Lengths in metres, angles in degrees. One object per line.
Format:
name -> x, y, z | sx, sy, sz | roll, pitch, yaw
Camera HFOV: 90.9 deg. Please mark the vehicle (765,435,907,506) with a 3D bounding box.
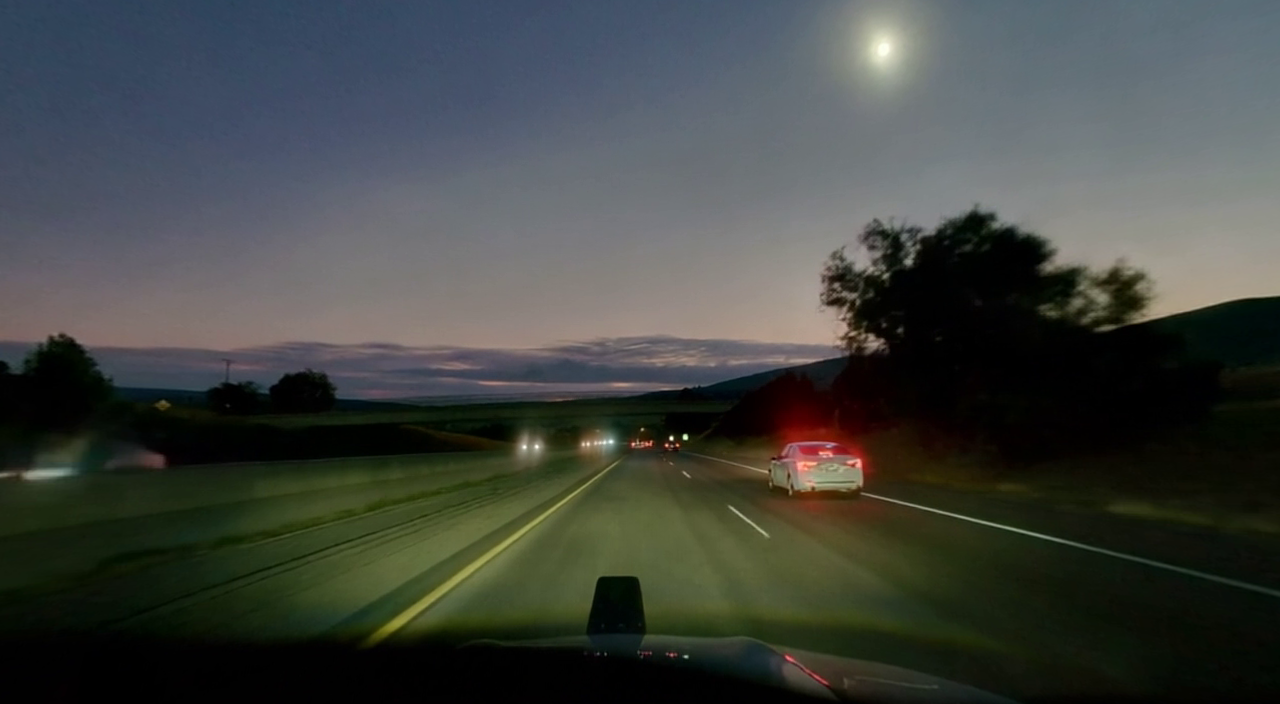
vehicle -> 4.641, 2.873, 15.826 | 2.027, 1.487, 4.718 | 0, -8, 0
